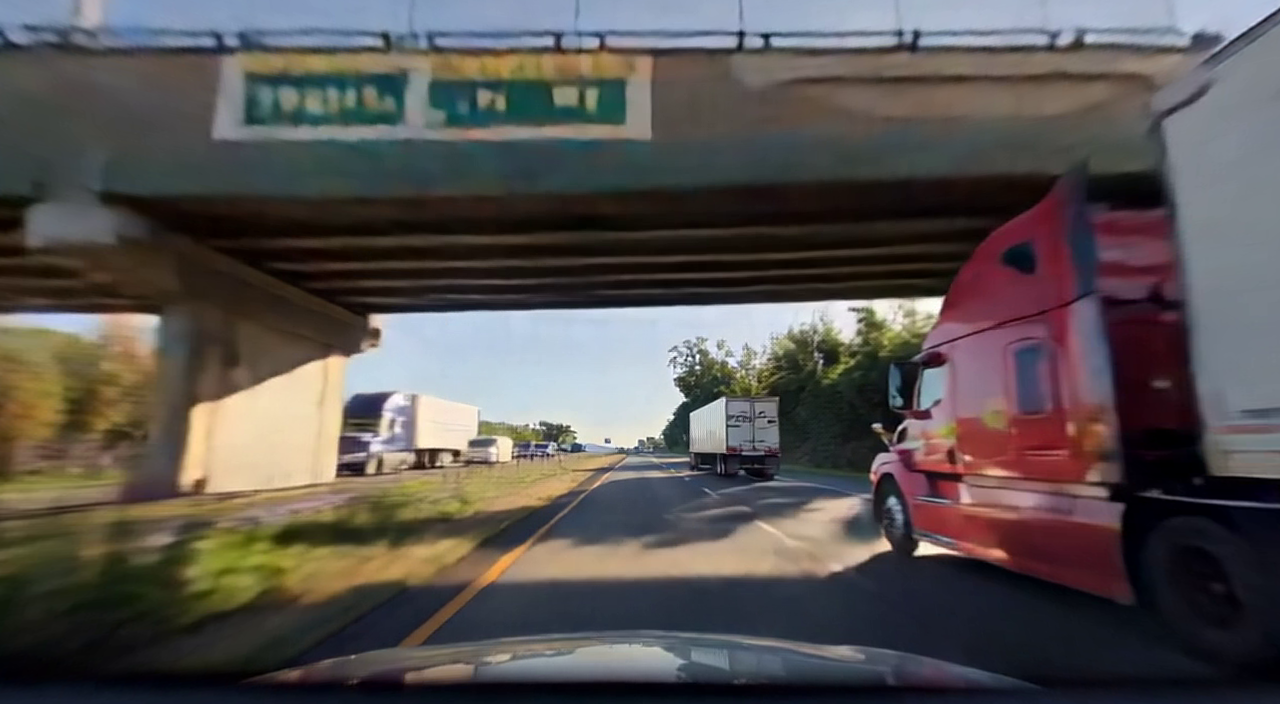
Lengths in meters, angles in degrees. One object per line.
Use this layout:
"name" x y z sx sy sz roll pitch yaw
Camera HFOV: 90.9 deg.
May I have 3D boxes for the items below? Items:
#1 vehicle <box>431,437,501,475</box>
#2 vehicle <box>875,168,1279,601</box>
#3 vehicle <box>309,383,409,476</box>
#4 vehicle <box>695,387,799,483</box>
"vehicle" -7.976 4.841 29.341 1.994 1.624 4.255 0 -9 1
"vehicle" 4.899 0.408 7.403 3.007 4.189 2.696 0 -9 0
"vehicle" -12.274 3.442 27.782 3.005 3.912 2.596 0 -9 0
"vehicle" 5.165 4.639 34.015 2.983 4.030 14.444 0 -9 0
